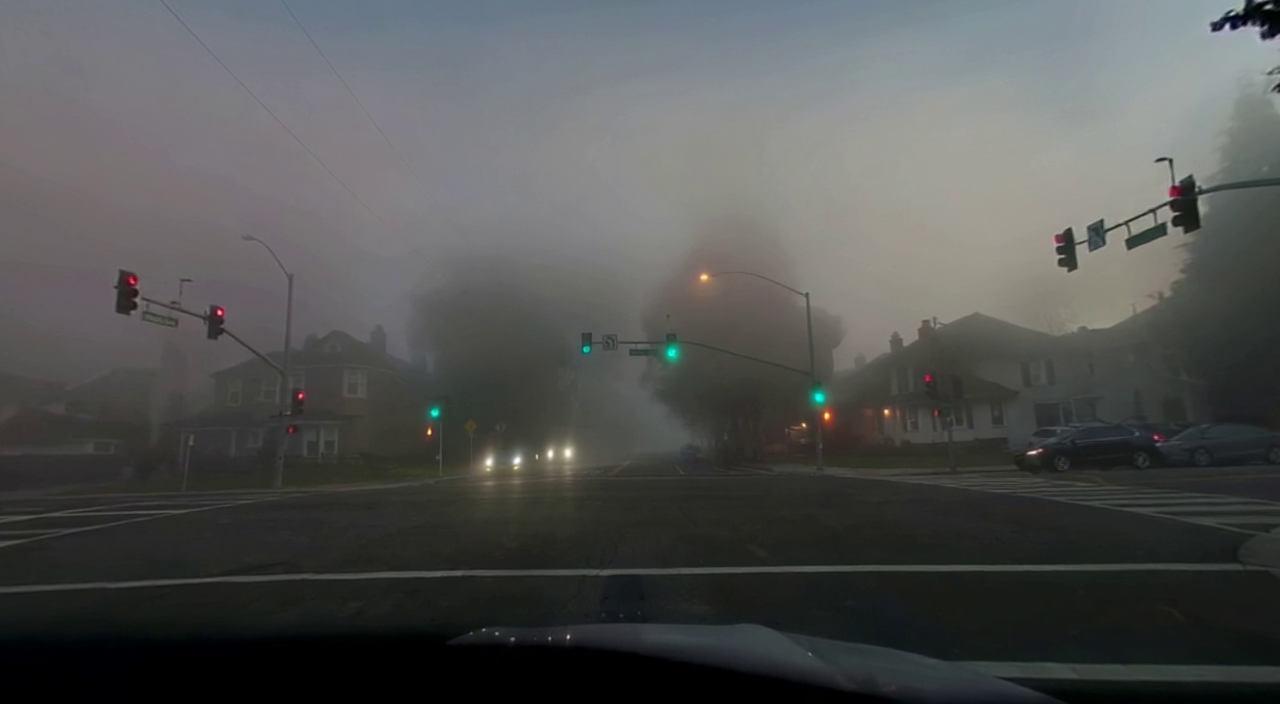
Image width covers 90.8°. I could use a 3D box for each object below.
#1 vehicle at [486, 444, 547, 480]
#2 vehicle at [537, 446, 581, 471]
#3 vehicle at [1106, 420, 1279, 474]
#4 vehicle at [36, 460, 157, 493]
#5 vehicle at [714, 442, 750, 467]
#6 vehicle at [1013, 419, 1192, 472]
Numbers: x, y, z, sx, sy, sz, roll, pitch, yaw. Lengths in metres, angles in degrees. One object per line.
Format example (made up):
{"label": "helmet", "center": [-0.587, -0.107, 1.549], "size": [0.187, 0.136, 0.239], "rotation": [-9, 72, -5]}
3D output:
{"label": "vehicle", "center": [-6.098, 5.488, 31.784], "size": [1.982, 1.686, 4.195], "rotation": [-1, -8, 4]}
{"label": "vehicle", "center": [-5.698, 7.530, 44.995], "size": [2.270, 1.605, 4.958], "rotation": [-1, -8, 3]}
{"label": "vehicle", "center": [16.959, 2.838, 18.960], "size": [4.345, 1.517, 1.913], "rotation": [0, -8, 1]}
{"label": "vehicle", "center": [-30.103, 6.869, 35.259], "size": [2.106, 1.586, 5.009], "rotation": [-1, -8, 4]}
{"label": "vehicle", "center": [6.216, 6.958, 43.219], "size": [1.891, 1.611, 4.269], "rotation": [0, -8, 1]}
{"label": "vehicle", "center": [15.998, 3.269, 22.069], "size": [4.452, 1.711, 2.186], "rotation": [0, -8, 1]}
